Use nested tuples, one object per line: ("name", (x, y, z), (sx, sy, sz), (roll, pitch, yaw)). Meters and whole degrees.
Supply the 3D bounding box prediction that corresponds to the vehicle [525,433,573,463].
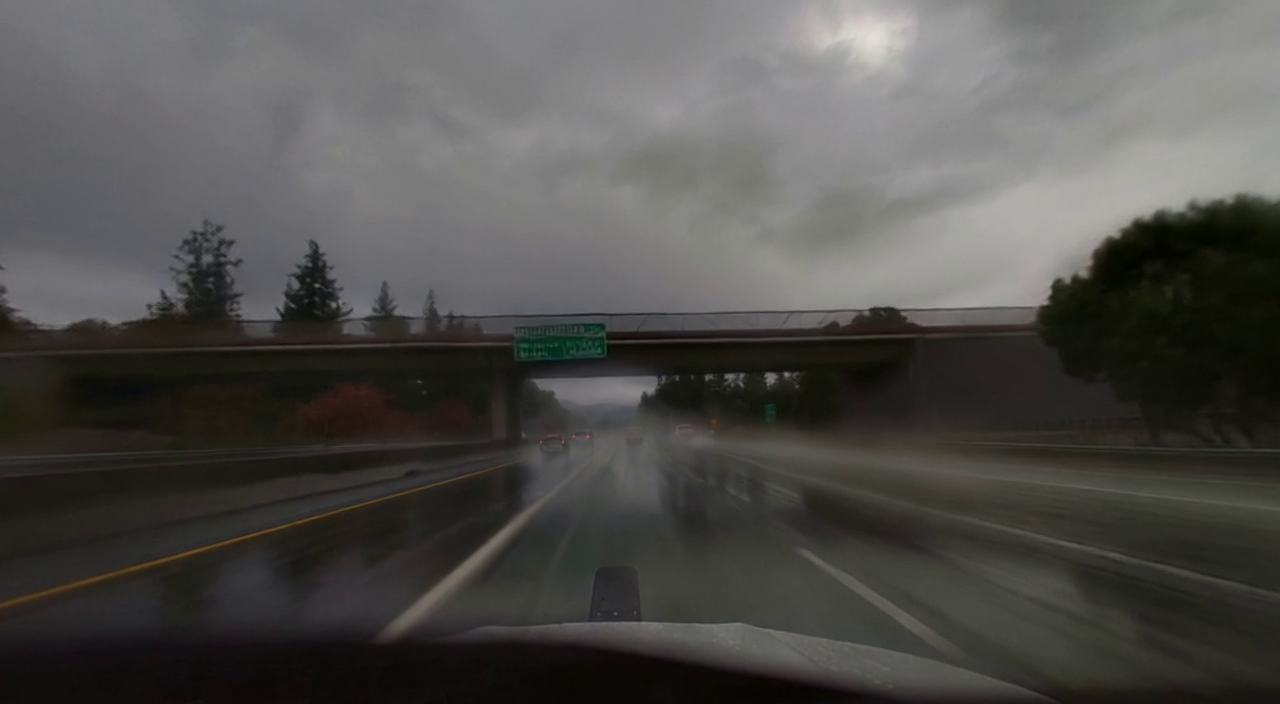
("vehicle", (-4.717, 5.018, 33.125), (1.933, 1.473, 4.023), (0, -8, 0))
